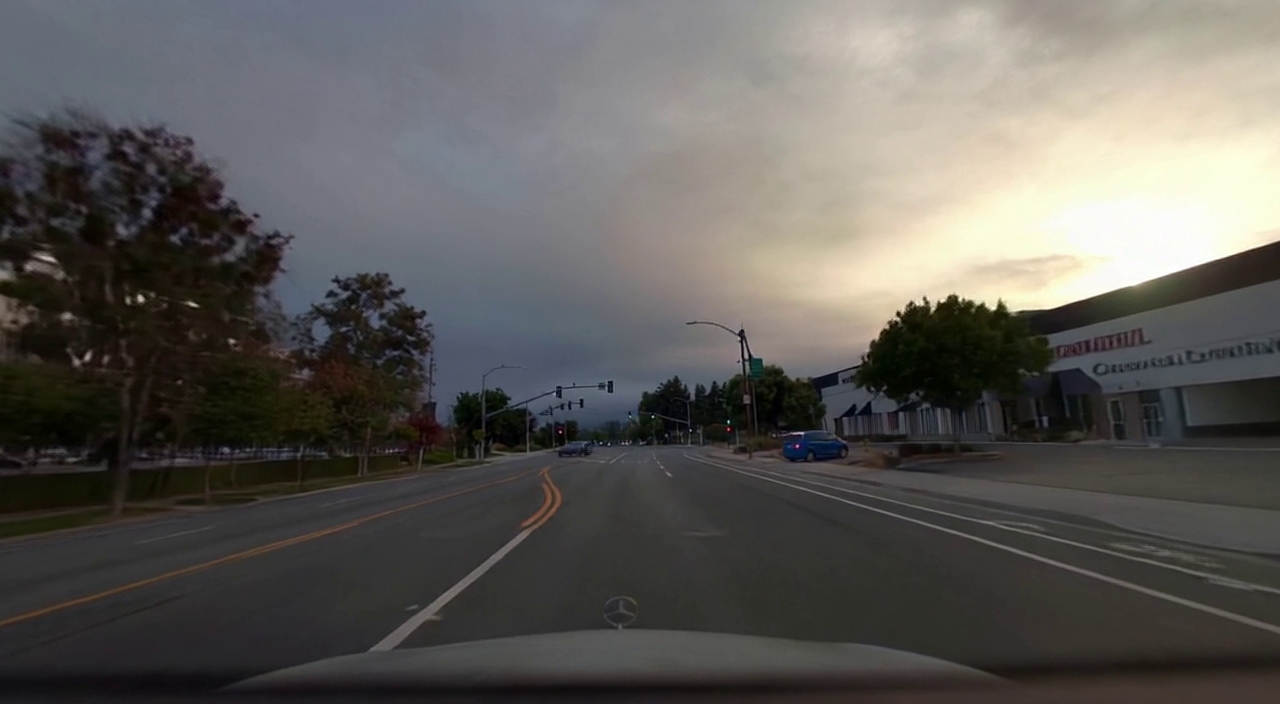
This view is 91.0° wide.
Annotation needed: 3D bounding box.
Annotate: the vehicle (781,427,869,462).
[{"bbox_3d":[10.376,5.174,35.167,4.635,1.821,2.087,5,-10,-31],"label":"vehicle"}]
